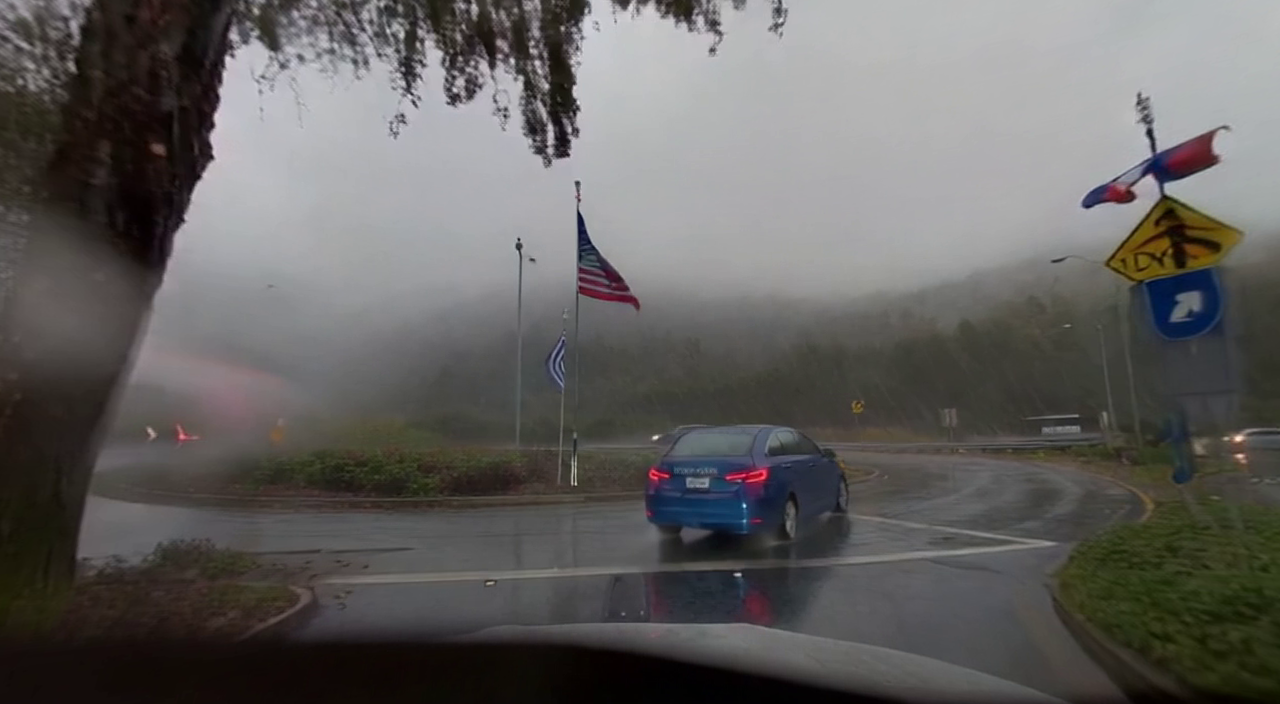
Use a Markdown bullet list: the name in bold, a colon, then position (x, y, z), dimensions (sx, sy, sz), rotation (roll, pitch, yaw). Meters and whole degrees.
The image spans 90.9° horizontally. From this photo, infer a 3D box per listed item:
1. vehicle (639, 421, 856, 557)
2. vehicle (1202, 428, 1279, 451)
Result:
- **vehicle**: position (1.874, 1.991, 9.836), dimensions (2.078, 1.607, 4.010), rotation (-5, -10, 29)
- **vehicle**: position (44.131, 6.433, 46.071), dimensions (4.045, 1.569, 1.781), rotation (-2, -9, 10)
